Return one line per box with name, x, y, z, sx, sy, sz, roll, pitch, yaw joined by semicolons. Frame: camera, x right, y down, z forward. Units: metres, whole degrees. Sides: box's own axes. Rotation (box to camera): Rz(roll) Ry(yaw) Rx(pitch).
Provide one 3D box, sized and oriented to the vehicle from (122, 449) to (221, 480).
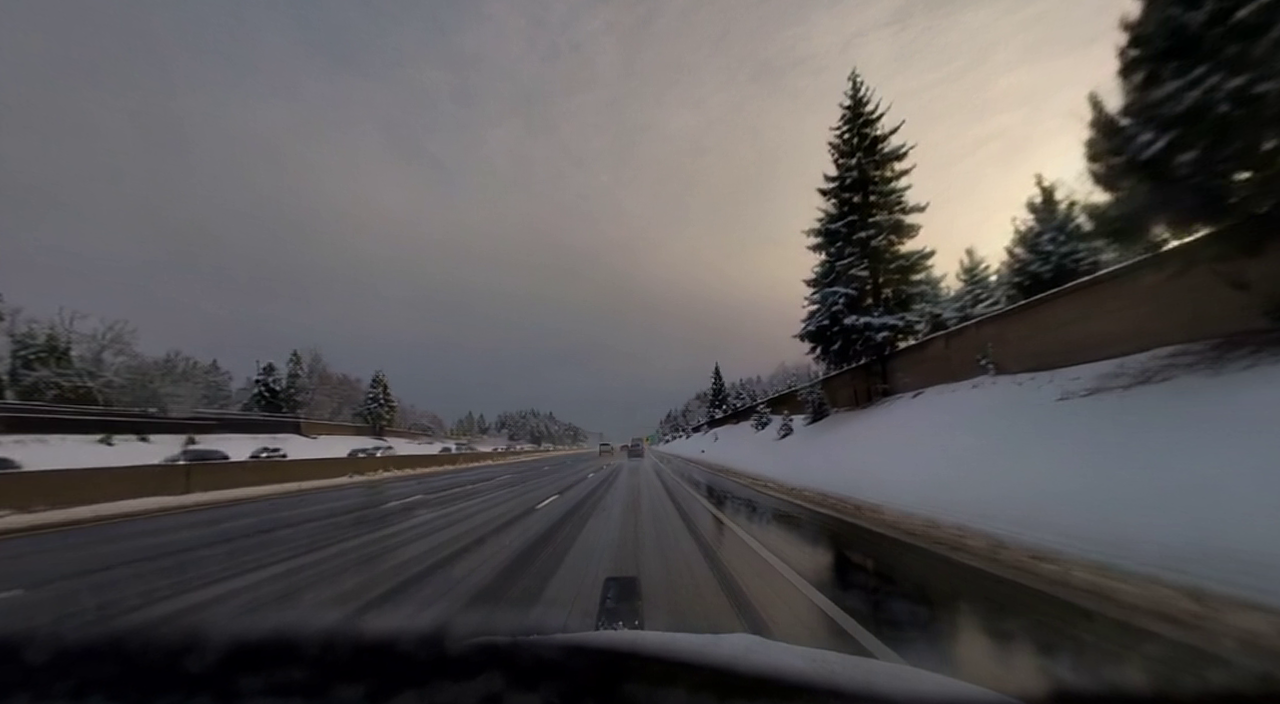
vehicle;-25.970;6.230;35.153;1.949;1.620;4.581;0;-9;1
